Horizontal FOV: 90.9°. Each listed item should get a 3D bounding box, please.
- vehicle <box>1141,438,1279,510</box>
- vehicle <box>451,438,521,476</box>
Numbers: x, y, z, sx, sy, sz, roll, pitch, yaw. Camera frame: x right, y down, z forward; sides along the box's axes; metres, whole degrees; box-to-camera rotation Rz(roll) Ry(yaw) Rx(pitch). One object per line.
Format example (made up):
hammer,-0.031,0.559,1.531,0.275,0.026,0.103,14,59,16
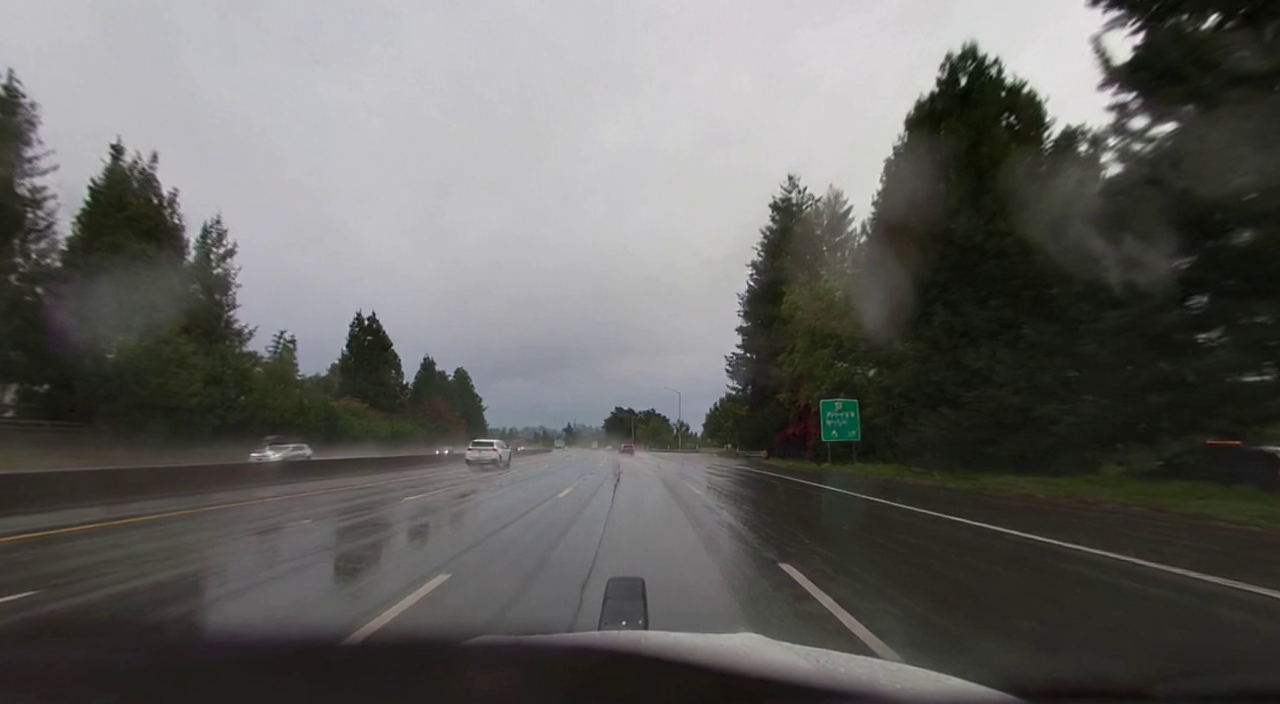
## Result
vehicle,19.341,3.795,20.299,2.270,1.998,5.565,-1,-8,6
vehicle,-7.528,5.181,31.385,2.179,1.710,5.160,0,-8,0
